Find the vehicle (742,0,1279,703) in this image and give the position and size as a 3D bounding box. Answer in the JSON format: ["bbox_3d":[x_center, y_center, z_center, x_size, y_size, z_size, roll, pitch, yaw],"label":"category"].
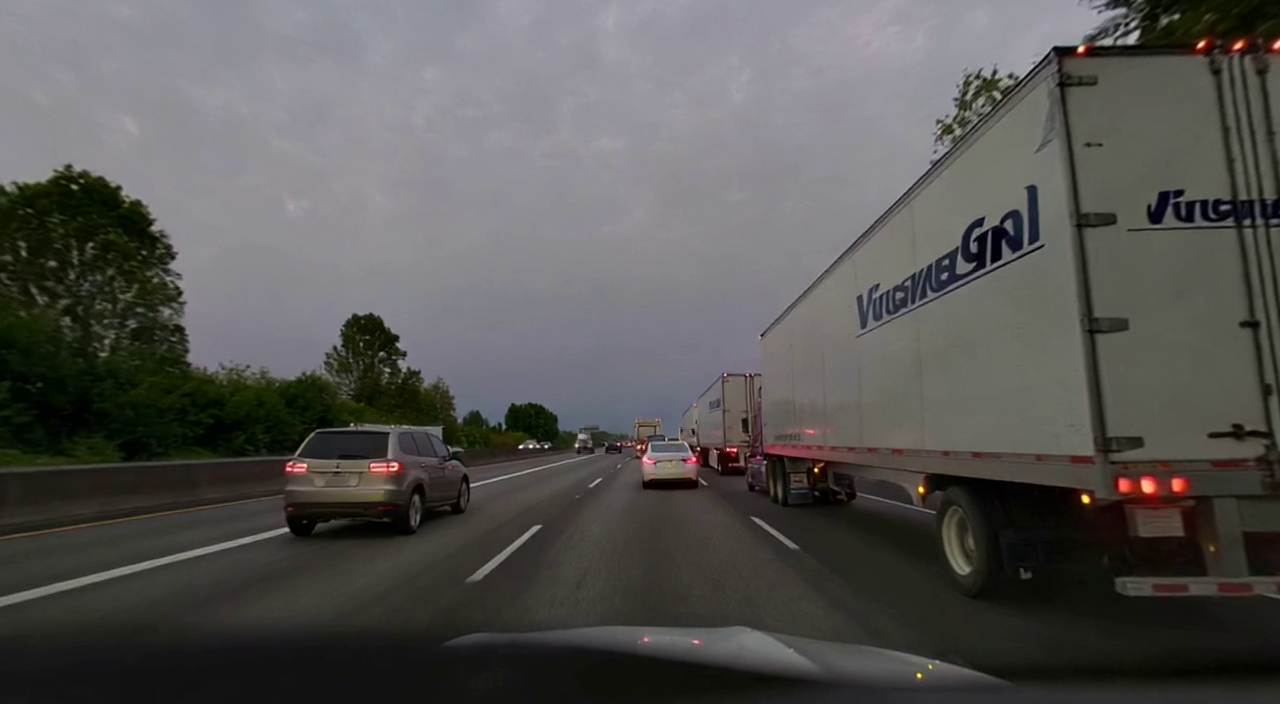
[{"bbox_3d":[4.543,0.642,10.866,2.967,4.347,15.373,0,-8,0],"label":"vehicle"}]

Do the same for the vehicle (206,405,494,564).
[{"bbox_3d":[-3.709,1.751,9.202,2.006,1.729,4.447,0,-8,1],"label":"vehicle"}]

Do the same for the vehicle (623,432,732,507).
[{"bbox_3d":[0.718,2.662,14.895,2.200,1.495,4.282,0,-8,-1],"label":"vehicle"}]

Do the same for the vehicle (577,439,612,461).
[{"bbox_3d":[-3.401,7.408,47.890,2.181,1.538,4.169,0,-8,1],"label":"vehicle"}]
